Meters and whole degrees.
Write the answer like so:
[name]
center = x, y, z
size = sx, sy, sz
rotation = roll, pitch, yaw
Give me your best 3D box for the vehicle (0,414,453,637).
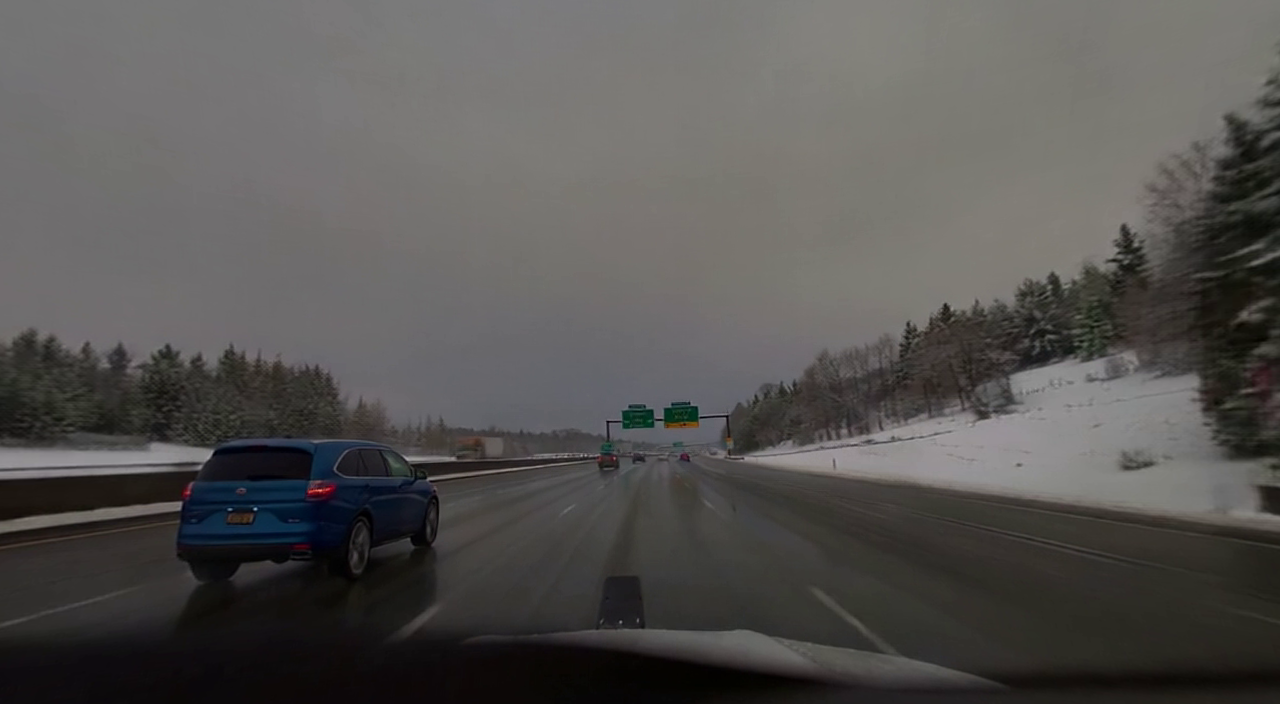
[vehicle]
center = -3.698, 1.594, 6.786
size = 2.016, 1.623, 4.126
rotation = 0, -9, 1
